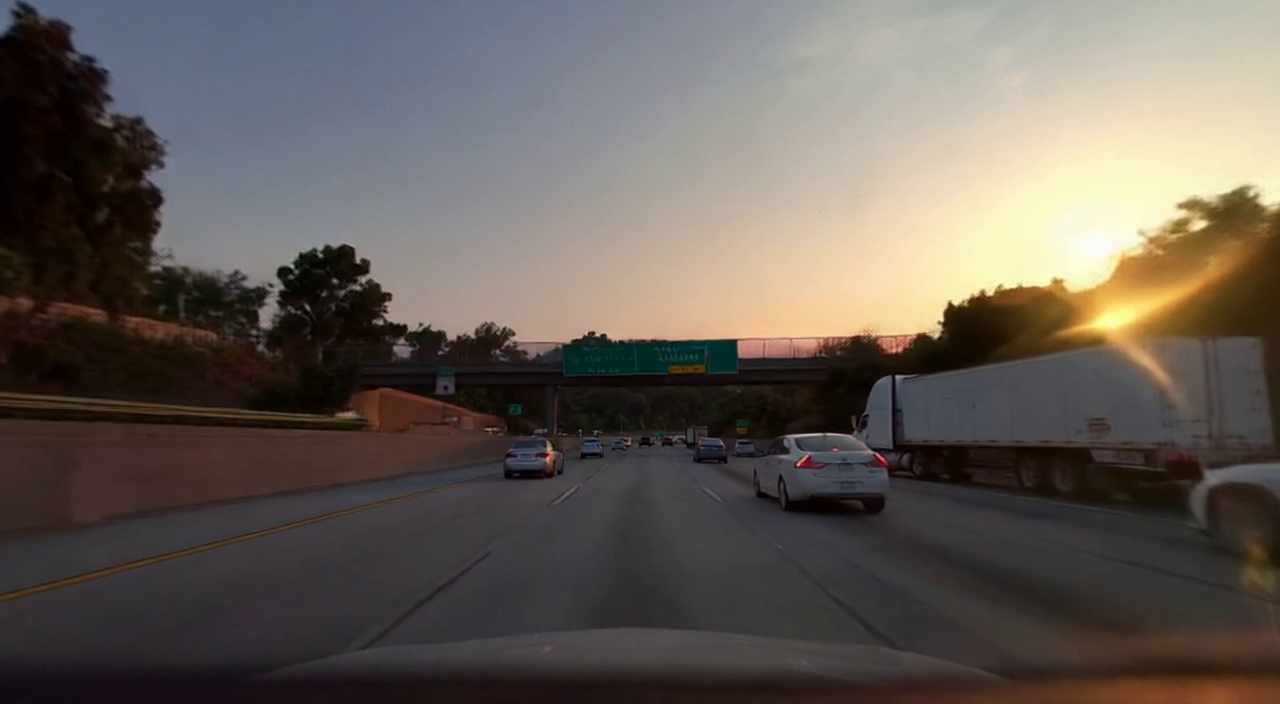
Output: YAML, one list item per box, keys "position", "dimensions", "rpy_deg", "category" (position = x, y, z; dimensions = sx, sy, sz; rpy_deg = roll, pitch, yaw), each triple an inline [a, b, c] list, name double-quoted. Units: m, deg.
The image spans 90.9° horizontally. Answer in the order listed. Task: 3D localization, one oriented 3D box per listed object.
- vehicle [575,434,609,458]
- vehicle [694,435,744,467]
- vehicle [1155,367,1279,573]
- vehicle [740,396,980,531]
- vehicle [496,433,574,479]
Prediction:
- position: [-3.352, 6.645, 44.672]
  dimensions: [2.020, 1.628, 4.248]
  rpy_deg: [0, -8, 1]
  category: "vehicle"
- position: [3.905, 4.991, 31.852]
  dimensions: [1.953, 1.480, 4.053]
  rpy_deg: [0, -8, -1]
  category: "vehicle"
- position: [7.308, 0.926, 4.621]
  dimensions: [2.291, 1.968, 5.662]
  rpy_deg: [0, -8, 1]
  category: "vehicle"
- position: [3.620, 2.011, 11.948]
  dimensions: [2.517, 1.935, 5.552]
  rpy_deg: [0, -8, 0]
  category: "vehicle"
- position: [-3.608, 3.654, 22.405]
  dimensions: [1.978, 1.473, 4.073]
  rpy_deg: [0, -8, 2]
  category: "vehicle"
